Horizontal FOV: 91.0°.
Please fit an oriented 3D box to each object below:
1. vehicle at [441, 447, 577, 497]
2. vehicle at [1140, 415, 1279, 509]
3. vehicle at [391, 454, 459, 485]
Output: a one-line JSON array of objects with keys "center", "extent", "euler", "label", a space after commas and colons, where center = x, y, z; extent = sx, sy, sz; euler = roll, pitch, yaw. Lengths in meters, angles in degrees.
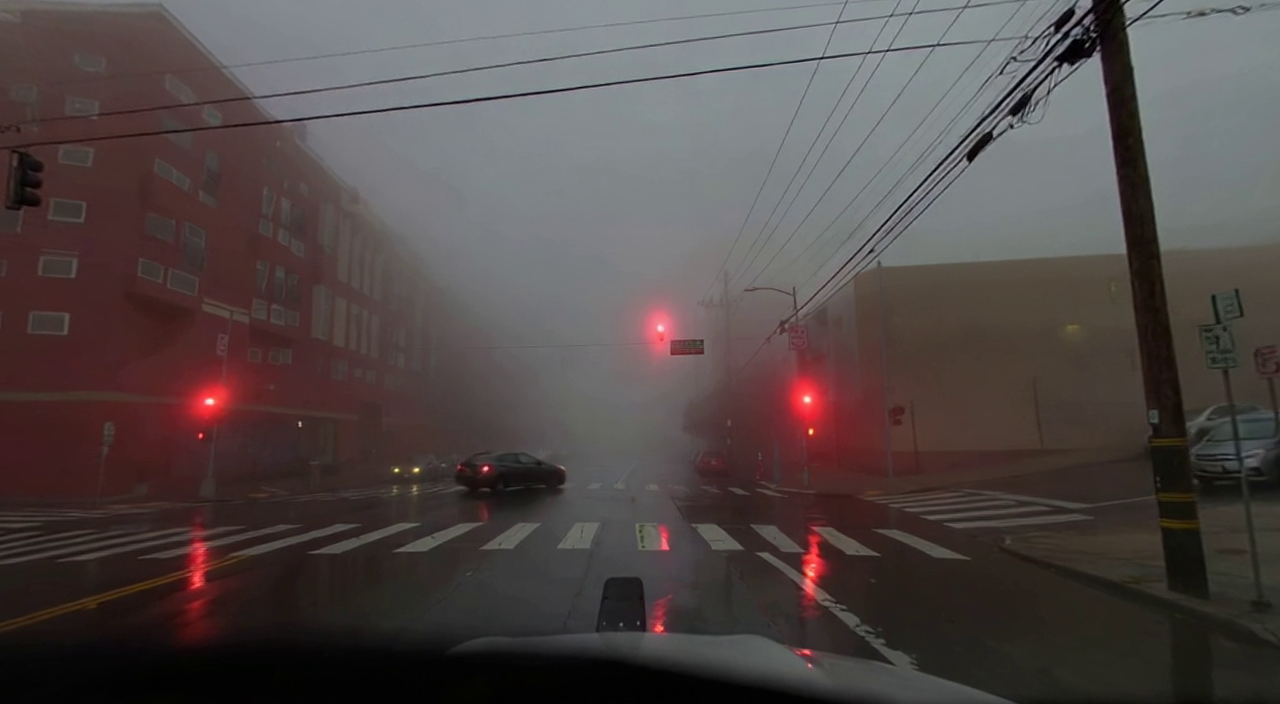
[{"center": [-4.744, 4.378, 23.421], "extent": [2.120, 1.650, 4.525], "euler": [-7, -12, 41], "label": "vehicle"}, {"center": [12.653, 2.201, 12.779], "extent": [3.234, 1.746, 1.941], "euler": [0, -9, 1], "label": "vehicle"}, {"center": [-12.046, 6.591, 35.564], "extent": [1.943, 1.574, 4.727], "euler": [0, -9, 3], "label": "vehicle"}]
